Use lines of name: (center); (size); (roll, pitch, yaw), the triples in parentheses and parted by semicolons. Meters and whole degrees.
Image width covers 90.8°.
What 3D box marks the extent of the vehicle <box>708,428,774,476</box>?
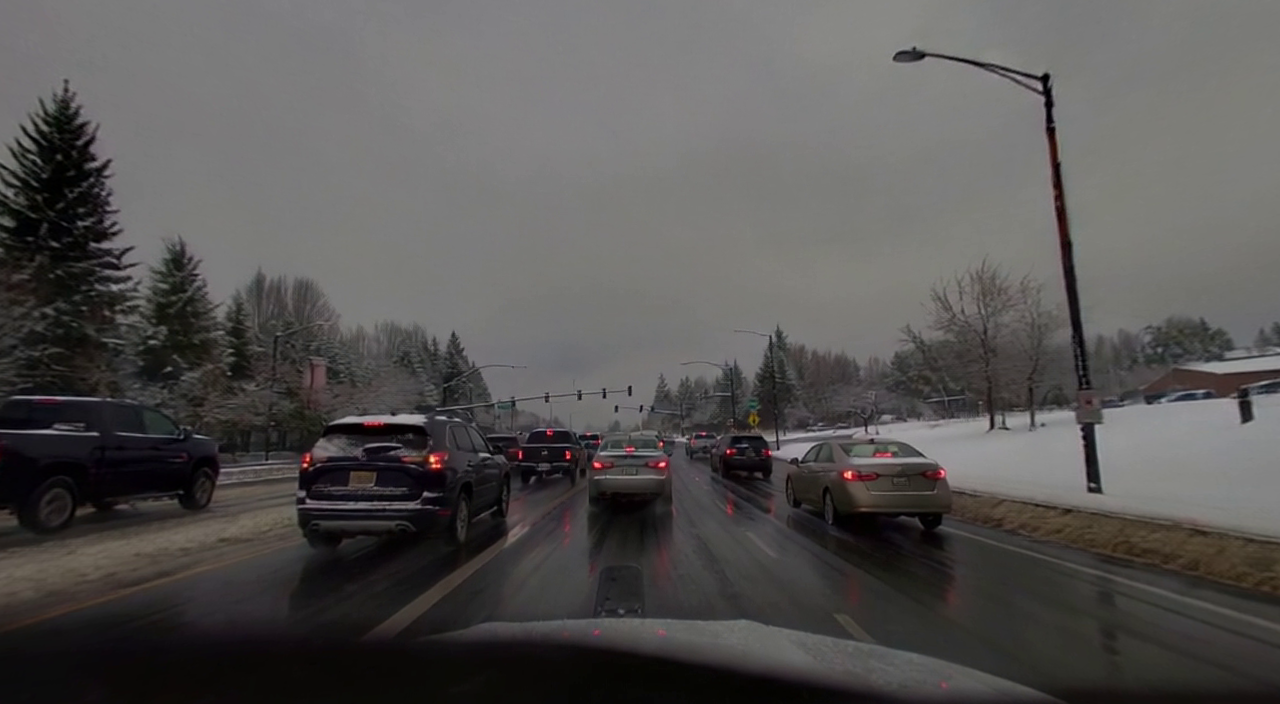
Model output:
vehicle: (4.218, 4.259, 27.064); (2.099, 1.845, 4.363); (0, -8, 0)

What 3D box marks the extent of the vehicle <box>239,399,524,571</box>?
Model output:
vehicle: (-3.145, 1.756, 9.209); (2.111, 1.745, 5.274); (0, -8, -2)

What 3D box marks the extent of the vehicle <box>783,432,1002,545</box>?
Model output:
vehicle: (3.814, 2.114, 10.471); (1.884, 1.463, 4.195); (0, -8, 0)

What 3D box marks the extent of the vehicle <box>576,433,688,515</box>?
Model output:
vehicle: (-0.132, 2.560, 13.748); (2.030, 1.477, 4.330); (0, -8, 0)

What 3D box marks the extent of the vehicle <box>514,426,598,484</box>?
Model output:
vehicle: (-2.839, 3.632, 22.536); (2.218, 1.829, 4.492); (0, -8, 2)

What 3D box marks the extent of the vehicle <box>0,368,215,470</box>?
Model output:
vehicle: (-27.754, 3.472, 30.854); (3.181, 4.189, 14.107); (-1, -9, 5)
